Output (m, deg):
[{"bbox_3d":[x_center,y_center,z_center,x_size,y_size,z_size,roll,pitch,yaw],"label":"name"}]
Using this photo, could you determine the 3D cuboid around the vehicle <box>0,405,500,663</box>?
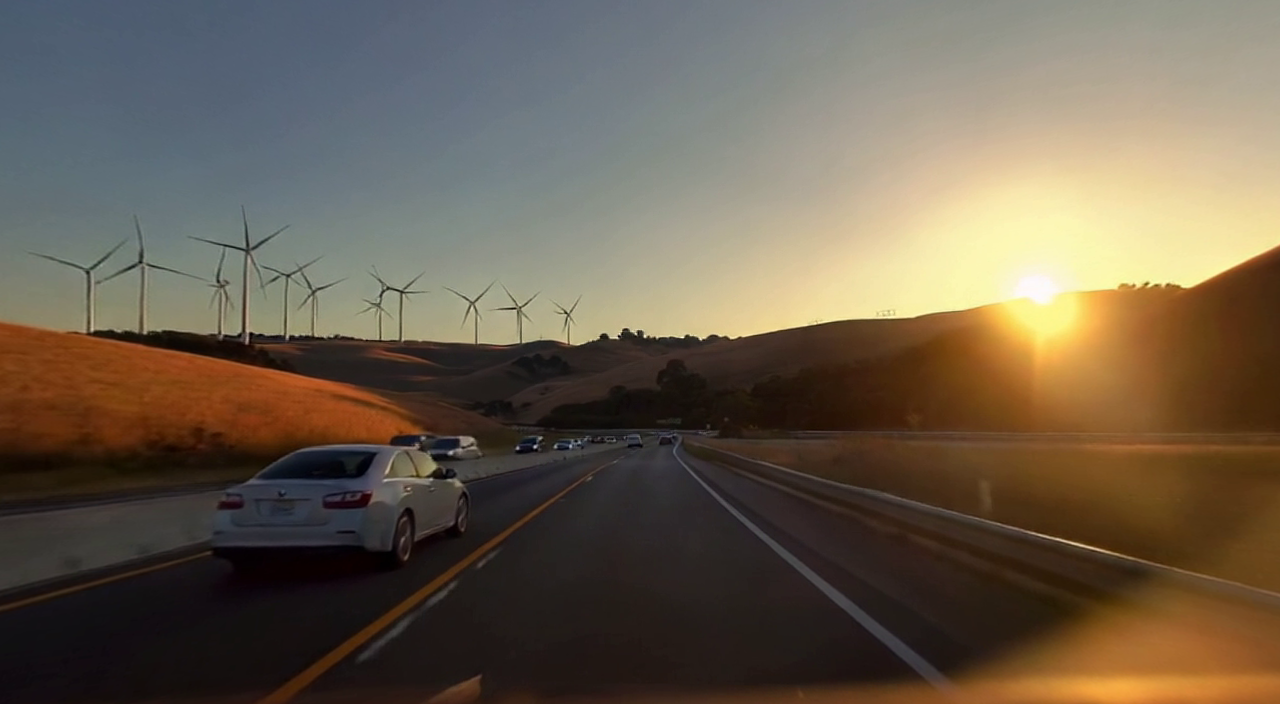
[{"bbox_3d":[-2.769,1.327,5.836,1.918,1.443,4.422,0,-8,0],"label":"vehicle"}]

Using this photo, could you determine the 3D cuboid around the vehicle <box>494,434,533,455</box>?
[{"bbox_3d":[-9.354,6.861,46.851,1.866,1.501,3.849,0,-8,3],"label":"vehicle"}]

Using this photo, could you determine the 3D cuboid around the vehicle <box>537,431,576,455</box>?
[{"bbox_3d":[-5.736,6.308,43.790,2.012,1.564,3.878,0,-8,3],"label":"vehicle"}]
